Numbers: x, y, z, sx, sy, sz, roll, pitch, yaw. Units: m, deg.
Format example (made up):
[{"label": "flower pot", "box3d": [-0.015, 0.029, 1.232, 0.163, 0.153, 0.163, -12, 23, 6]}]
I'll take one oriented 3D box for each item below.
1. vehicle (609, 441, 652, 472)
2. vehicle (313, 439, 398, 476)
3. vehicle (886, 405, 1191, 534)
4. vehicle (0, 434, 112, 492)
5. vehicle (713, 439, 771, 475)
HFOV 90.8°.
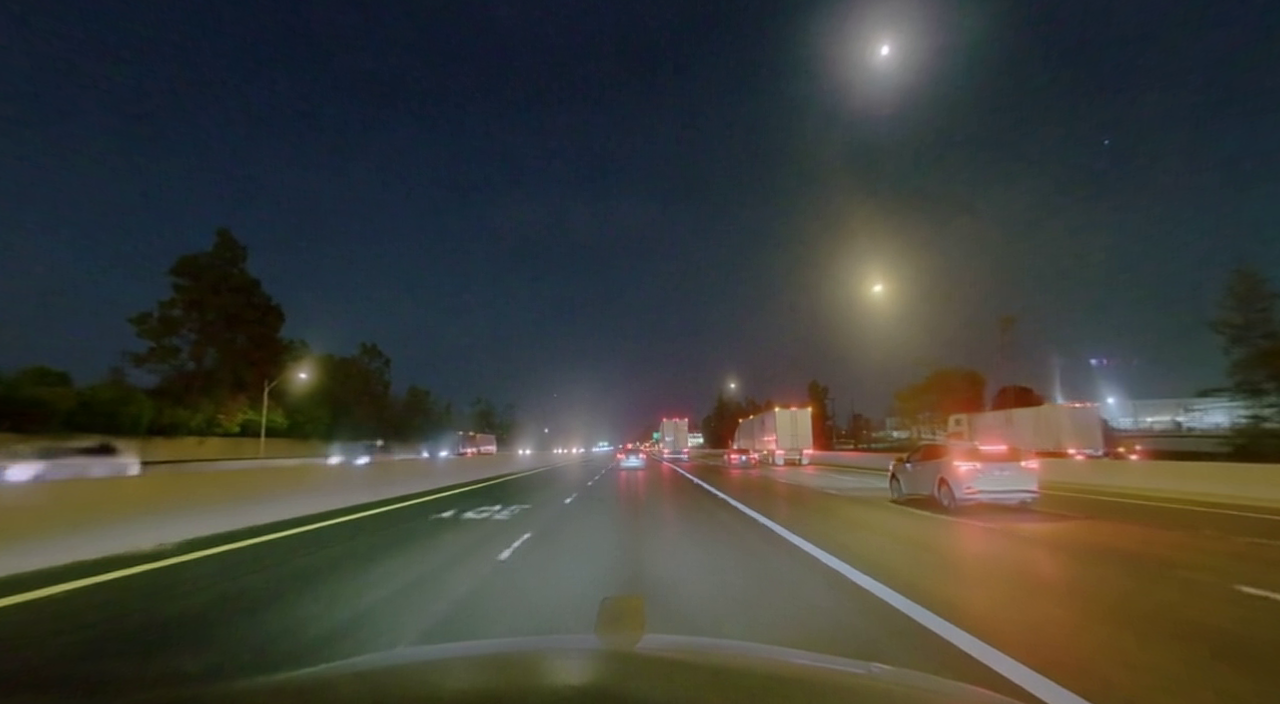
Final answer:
[{"label": "vehicle", "box3d": [-0.504, 5.699, 34.501, 2.163, 1.551, 4.180, 0, -9, 0]}, {"label": "vehicle", "box3d": [-12.452, 4.662, 27.961, 1.841, 1.498, 4.055, 0, -9, 0]}, {"label": "vehicle", "box3d": [7.354, 2.272, 12.790, 2.369, 2.007, 5.700, 0, -9, -1]}, {"label": "vehicle", "box3d": [-20.230, 3.491, 19.984, 2.104, 1.695, 5.702, 0, -9, 0]}, {"label": "vehicle", "box3d": [5.016, 5.245, 31.709, 2.154, 1.658, 4.347, 0, -9, 0]}]
